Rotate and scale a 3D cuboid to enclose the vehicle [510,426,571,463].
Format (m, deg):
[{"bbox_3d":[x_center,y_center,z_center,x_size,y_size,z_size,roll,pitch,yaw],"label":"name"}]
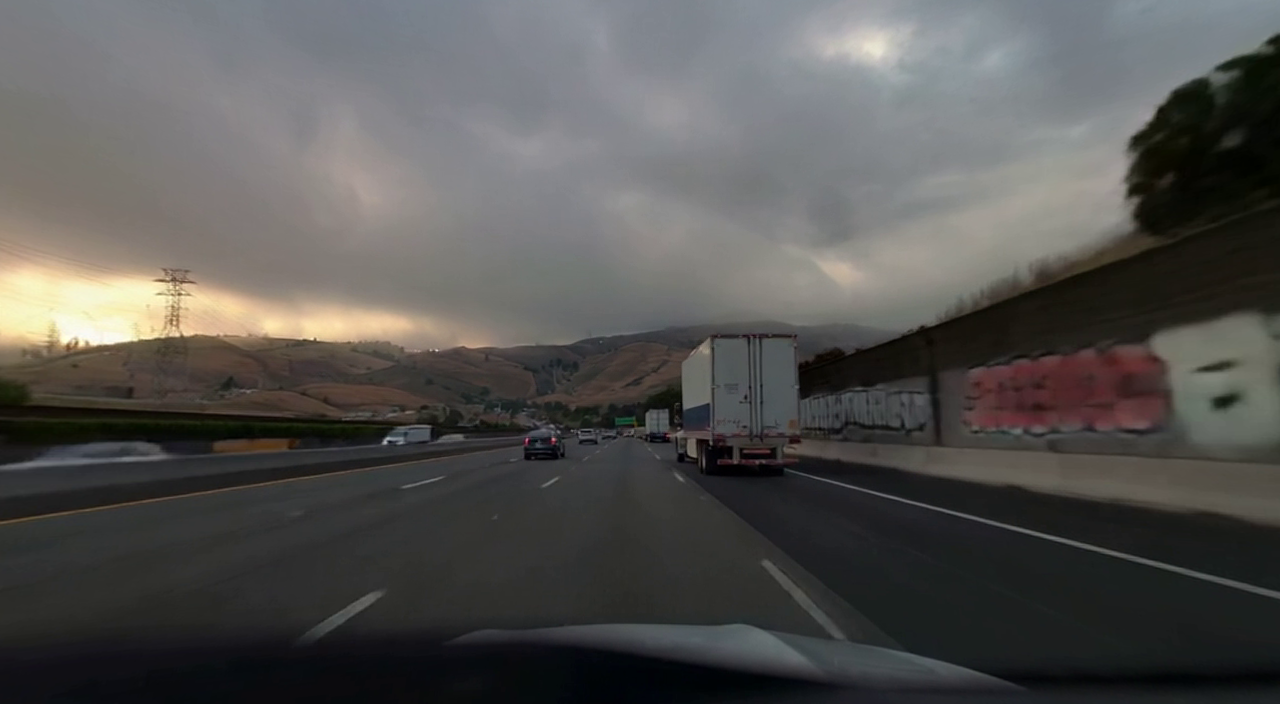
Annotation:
[{"bbox_3d":[-4.294,4.042,27.886,1.965,1.486,4.448,0,-7,0],"label":"vehicle"}]

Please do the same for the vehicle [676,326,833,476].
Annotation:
[{"bbox_3d":[3.240,1.949,21.727,3.060,3.842,11.095,0,-7,-1],"label":"vehicle"}]
